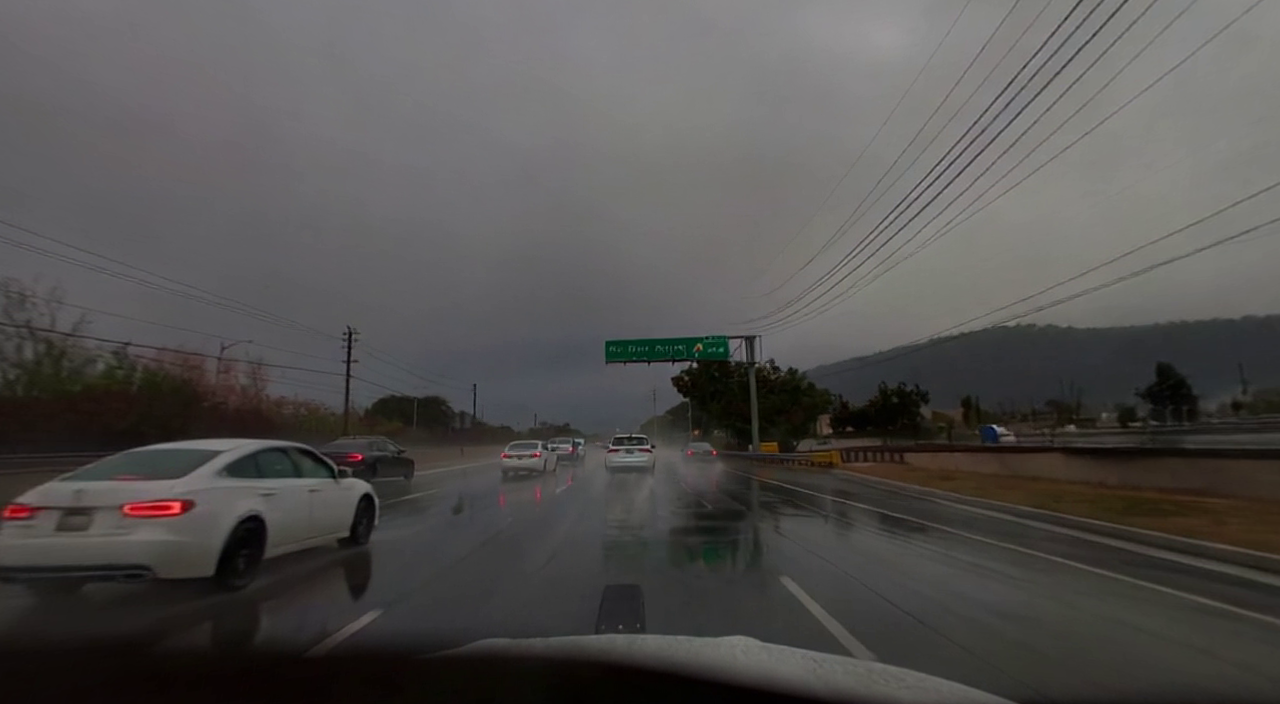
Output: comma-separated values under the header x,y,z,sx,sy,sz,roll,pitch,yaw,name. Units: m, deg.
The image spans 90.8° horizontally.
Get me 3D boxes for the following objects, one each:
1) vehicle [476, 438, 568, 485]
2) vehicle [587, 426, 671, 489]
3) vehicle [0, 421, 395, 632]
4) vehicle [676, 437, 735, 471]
x,y,z,sx,sy,sz,roll,pitch,yaw,name
-3.868,3.690,21.646,2.203,1.425,4.610,0,-8,1,vehicle
-0.311,3.195,19.351,2.284,1.699,4.168,0,-8,-1,vehicle
-4.312,1.538,6.665,1.958,1.447,4.454,1,-8,-5,vehicle
2.971,4.747,29.649,2.197,1.464,4.356,0,-8,-2,vehicle
